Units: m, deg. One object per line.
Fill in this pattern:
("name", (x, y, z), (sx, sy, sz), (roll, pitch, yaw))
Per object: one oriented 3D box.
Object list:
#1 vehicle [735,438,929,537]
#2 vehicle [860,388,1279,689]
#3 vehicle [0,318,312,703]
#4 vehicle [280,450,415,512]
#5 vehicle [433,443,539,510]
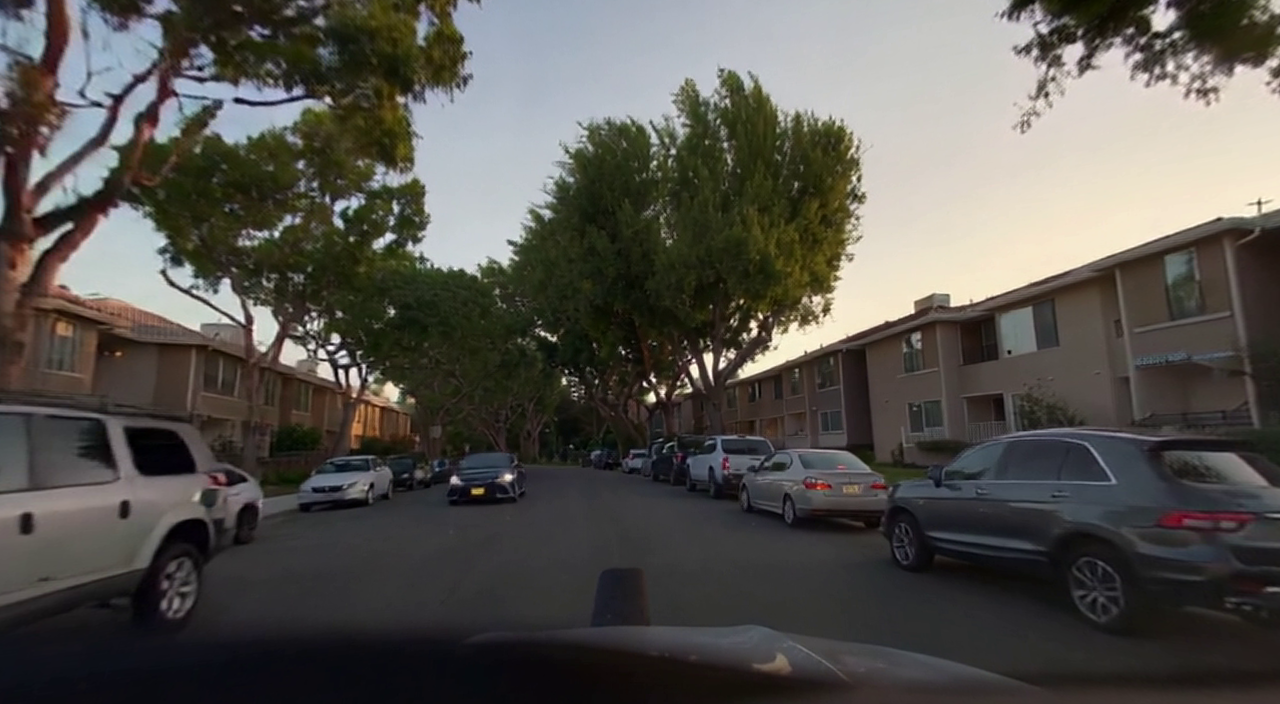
("vehicle", (3.434, 2.499, 12.363), (1.876, 1.538, 4.447), (1, -9, -8))
("vehicle", (4.113, 1.423, 6.074), (1.937, 1.722, 4.575), (0, -9, -6))
("vehicle", (-4.271, 1.022, 3.929), (2.197, 2.047, 4.985), (0, -9, -6))
("vehicle", (-8.088, 3.559, 17.983), (2.119, 1.476, 4.588), (1, -9, -7))
("vehicle", (-3.864, 3.193, 16.702), (1.971, 1.476, 4.593), (0, -9, -4))
